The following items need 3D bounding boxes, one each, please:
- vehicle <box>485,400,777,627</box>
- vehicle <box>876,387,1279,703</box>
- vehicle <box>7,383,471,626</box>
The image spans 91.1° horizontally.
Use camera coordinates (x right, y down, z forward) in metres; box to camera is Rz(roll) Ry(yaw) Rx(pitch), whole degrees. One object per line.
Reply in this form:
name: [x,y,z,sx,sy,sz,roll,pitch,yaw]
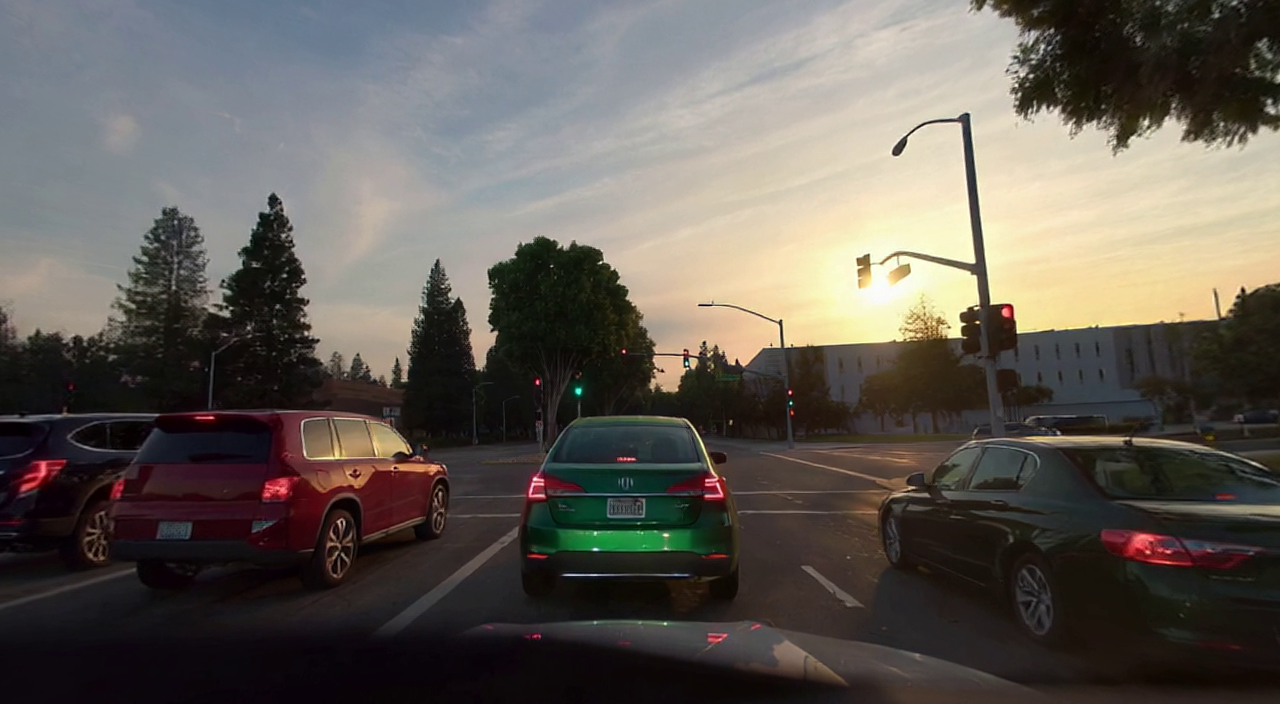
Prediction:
vehicle: [-0.045,1.401,6.302,2.047,1.579,3.642,0,-8,1]
vehicle: [3.583,1.200,4.605,2.010,1.486,4.498,0,-8,1]
vehicle: [-3.553,1.430,6.855,2.014,1.755,4.360,0,-8,3]
